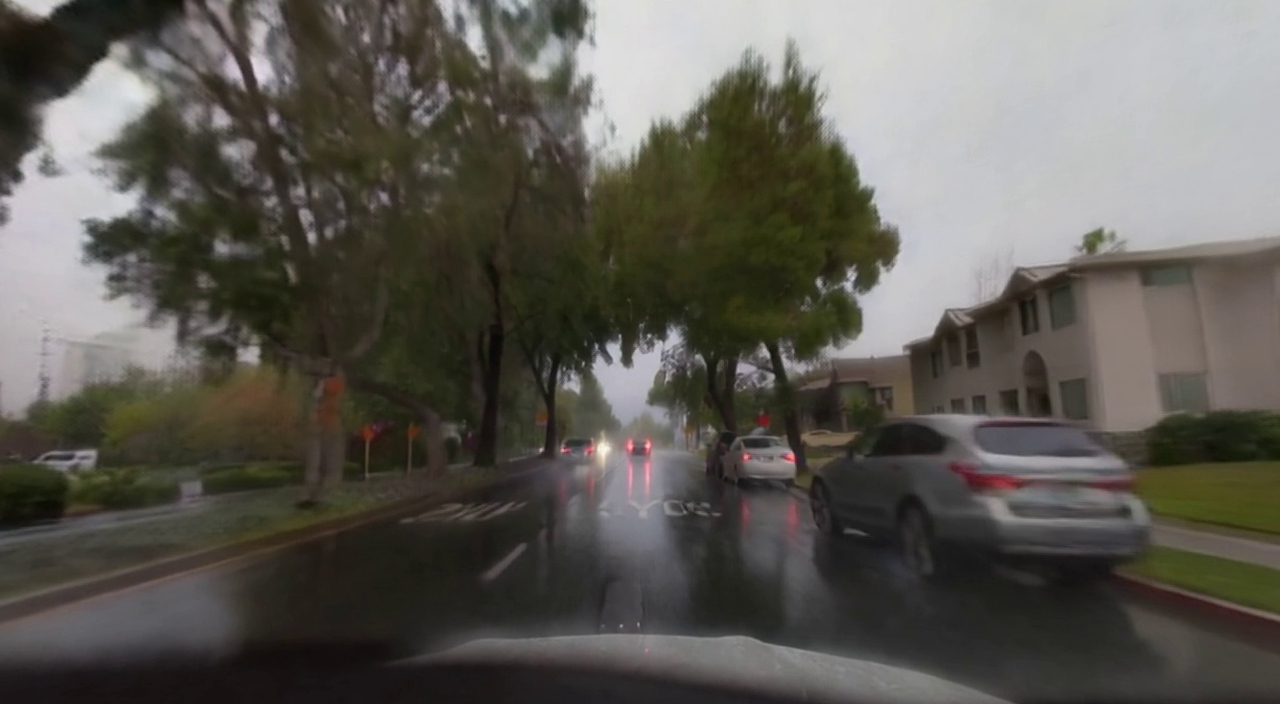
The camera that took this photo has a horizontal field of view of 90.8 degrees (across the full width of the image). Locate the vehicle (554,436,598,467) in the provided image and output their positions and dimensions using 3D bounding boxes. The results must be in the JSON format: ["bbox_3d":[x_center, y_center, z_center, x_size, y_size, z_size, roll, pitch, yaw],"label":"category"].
[{"bbox_3d":[-3.678,5.810,37.038,2.129,1.668,4.722,-1,-8,0],"label":"vehicle"}]

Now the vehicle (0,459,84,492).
[{"bbox_3d":[-36.422,7.368,37.945,1.890,1.711,4.456,-1,-8,1],"label":"vehicle"}]

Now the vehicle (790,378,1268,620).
[{"bbox_3d":[3.694,1.507,7.579,2.273,1.860,5.077,0,-8,-3],"label":"vehicle"}]

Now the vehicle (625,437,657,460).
[{"bbox_3d":[0.097,6.973,45.781,2.142,1.548,4.273,-1,-8,1],"label":"vehicle"}]

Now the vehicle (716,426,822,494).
[{"bbox_3d":[3.657,3.163,18.866,2.113,1.760,4.432,-1,-8,-1],"label":"vehicle"}]
